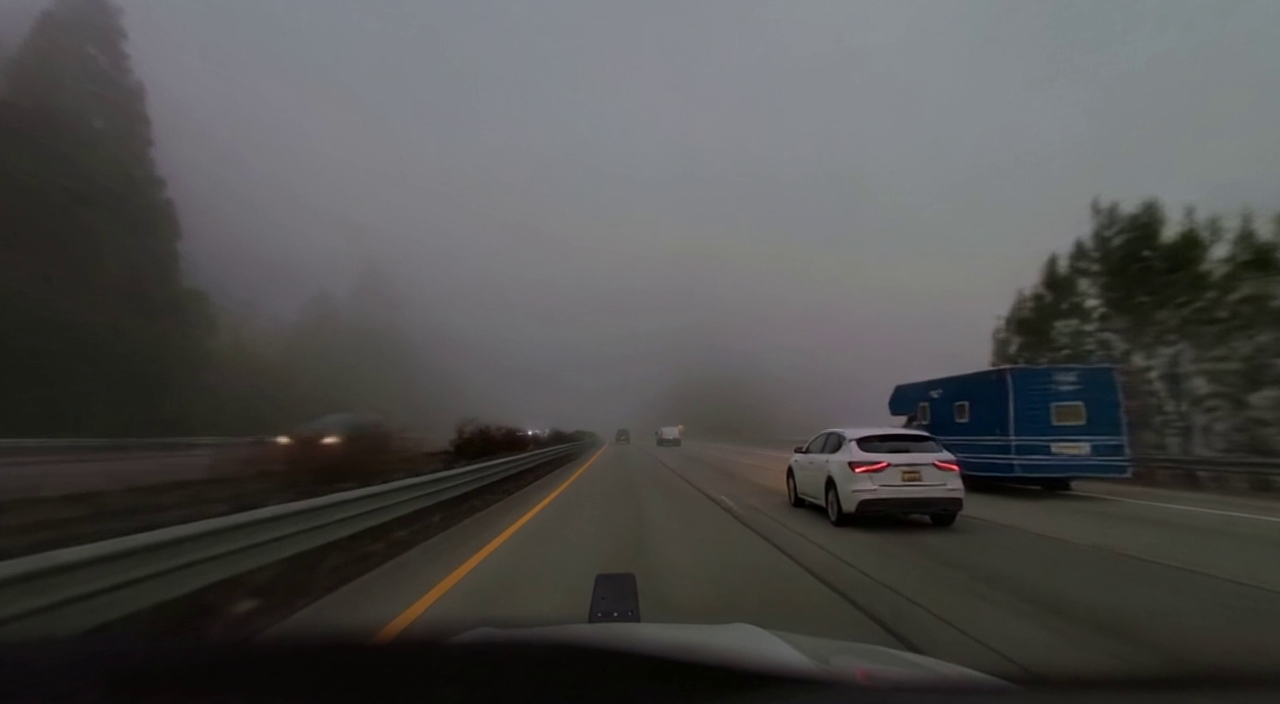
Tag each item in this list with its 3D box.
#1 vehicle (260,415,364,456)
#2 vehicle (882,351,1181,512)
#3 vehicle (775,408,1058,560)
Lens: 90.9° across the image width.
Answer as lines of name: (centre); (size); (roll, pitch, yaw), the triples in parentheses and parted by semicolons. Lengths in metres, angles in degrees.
vehicle: (-12.583, 3.250, 24.475); (1.932, 1.450, 3.980); (0, -8, -1)
vehicle: (7.672, 1.699, 13.457); (2.594, 2.701, 5.573); (0, -8, -2)
vehicle: (3.306, 1.631, 8.543); (2.002, 1.569, 3.845); (0, -8, -1)
